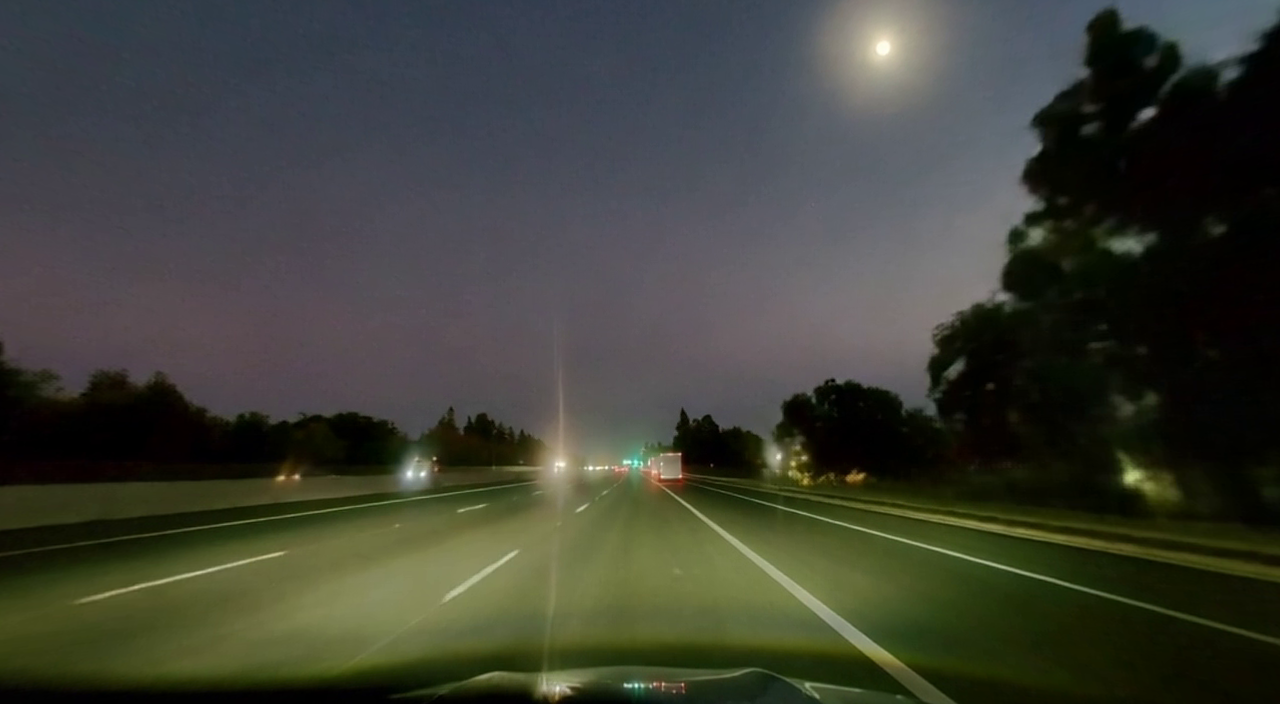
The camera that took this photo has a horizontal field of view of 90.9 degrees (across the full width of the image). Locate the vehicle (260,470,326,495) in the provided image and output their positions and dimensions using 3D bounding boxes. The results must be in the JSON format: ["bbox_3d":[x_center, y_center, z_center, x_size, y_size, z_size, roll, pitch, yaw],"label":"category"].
[{"bbox_3d":[-23.082,8.691,42.138,1.841,1.467,4.535,1,-10,0],"label":"vehicle"}]
